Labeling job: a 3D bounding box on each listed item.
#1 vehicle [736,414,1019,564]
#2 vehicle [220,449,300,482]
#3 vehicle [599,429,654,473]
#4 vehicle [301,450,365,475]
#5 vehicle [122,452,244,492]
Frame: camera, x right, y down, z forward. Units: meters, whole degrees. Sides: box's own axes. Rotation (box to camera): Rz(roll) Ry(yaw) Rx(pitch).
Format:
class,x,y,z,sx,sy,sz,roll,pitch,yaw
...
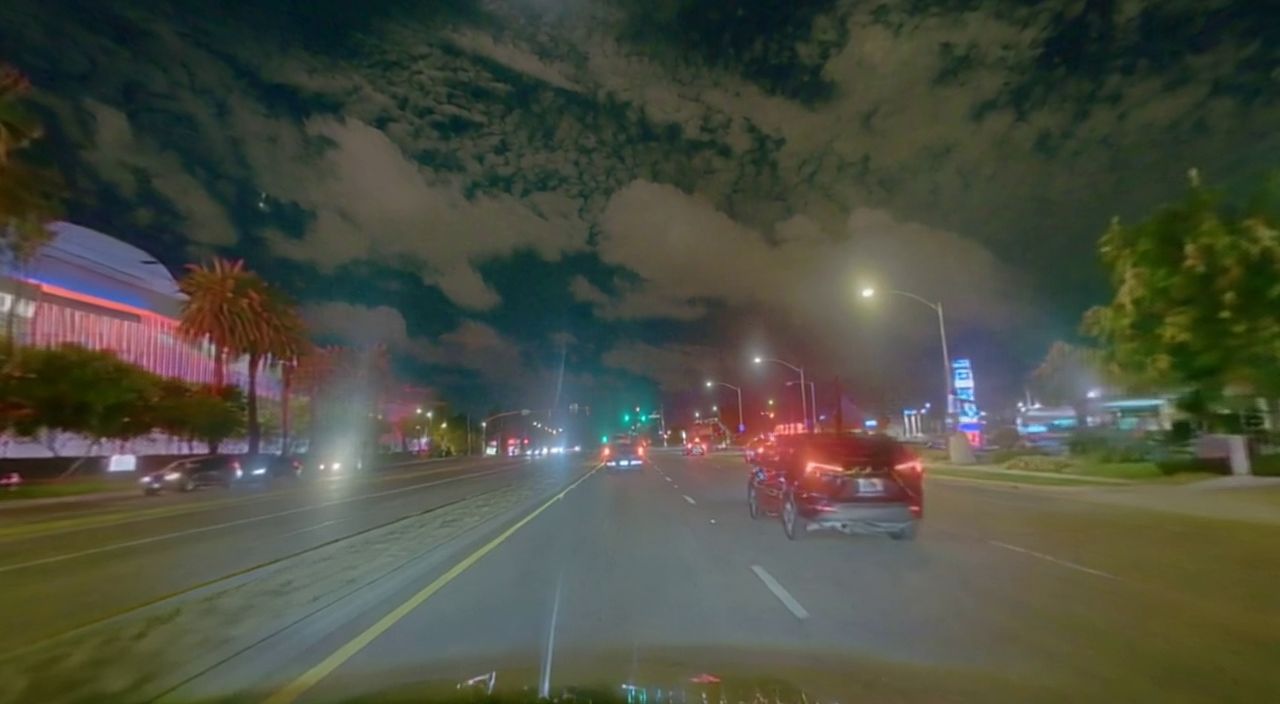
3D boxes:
class,x,y,z,sx,sy,sz,roll,pitch,yaw
vehicle,2.897,1.807,9.112,2.195,1.590,4.668,0,-8,-1
vehicle,-19.762,5.894,32.938,1.753,1.600,4.040,0,-8,-2
vehicle,-0.576,4.398,28.107,2.277,1.816,4.192,0,-8,-1
vehicle,-19.599,7.047,40.403,1.847,1.466,4.530,0,-8,-1
vehicle,-19.497,5.121,27.145,1.920,1.505,4.351,0,-8,1
